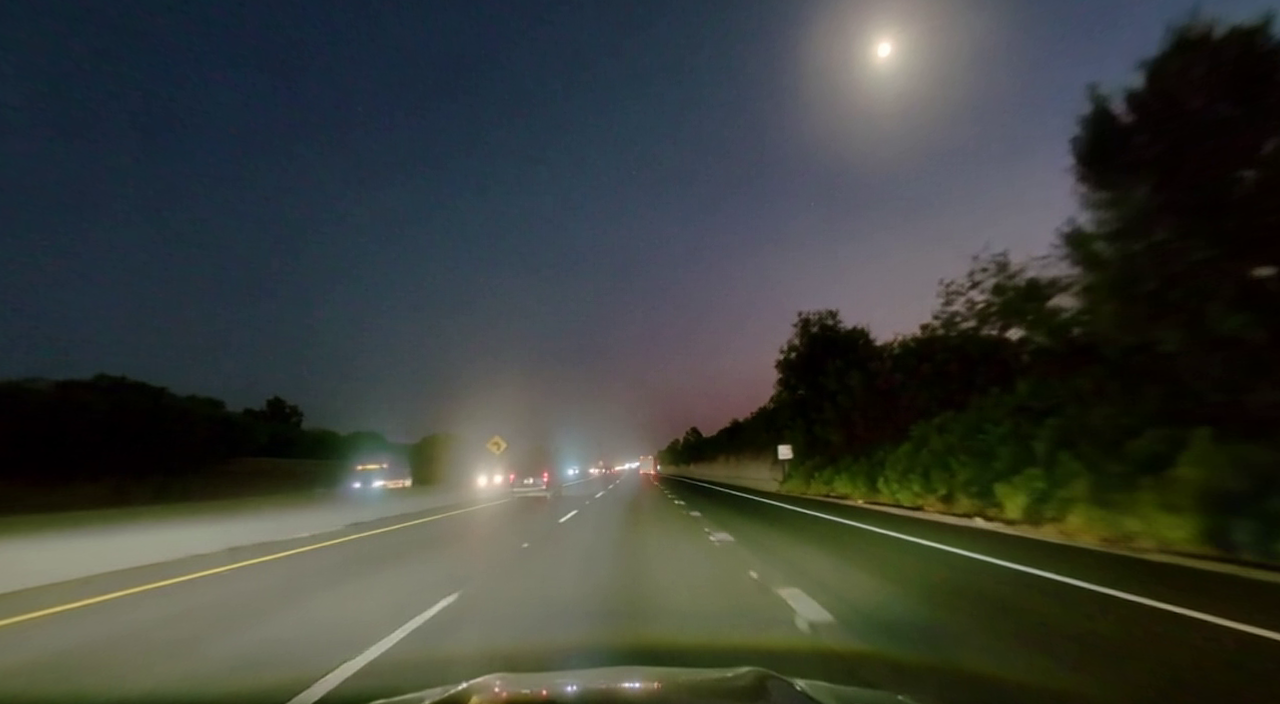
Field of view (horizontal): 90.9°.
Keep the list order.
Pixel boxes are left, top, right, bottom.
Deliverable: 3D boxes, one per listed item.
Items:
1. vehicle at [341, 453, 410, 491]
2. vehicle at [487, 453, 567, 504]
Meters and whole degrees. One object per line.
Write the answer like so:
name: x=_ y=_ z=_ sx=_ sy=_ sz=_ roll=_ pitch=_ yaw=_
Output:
vehicle: x=-20.529 y=9.371 z=49.268 sx=2.557 sy=2.682 sz=6.194 roll=1 pitch=-10 yaw=0
vehicle: x=-4.301 y=4.941 z=24.871 sx=2.178 sy=1.736 sz=4.847 roll=1 pitch=-10 yaw=0
